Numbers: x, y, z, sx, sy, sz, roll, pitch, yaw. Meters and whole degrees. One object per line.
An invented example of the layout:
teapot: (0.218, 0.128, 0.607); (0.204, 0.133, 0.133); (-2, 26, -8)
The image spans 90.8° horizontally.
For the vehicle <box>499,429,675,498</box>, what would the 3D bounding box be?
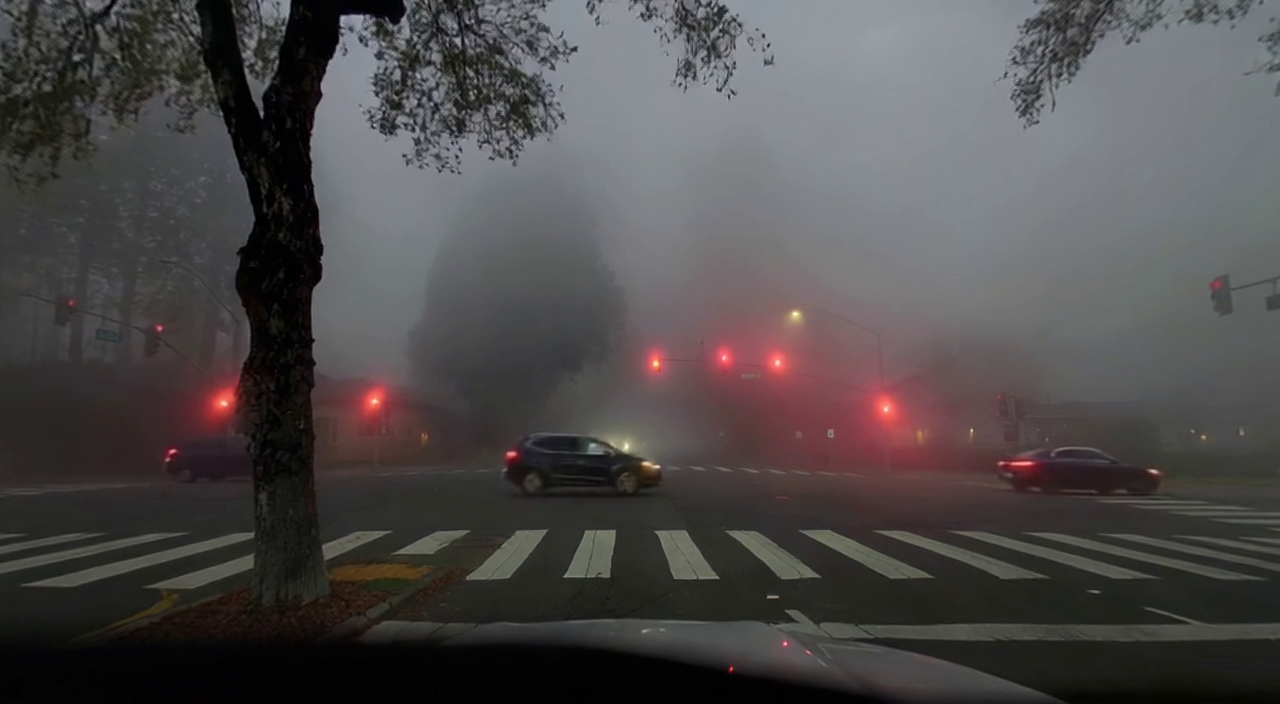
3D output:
vehicle: (-1.323, 2.911, 16.721); (4.332, 1.682, 2.025); (0, -9, -1)

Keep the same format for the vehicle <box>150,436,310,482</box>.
vehicle: (-15.358, 4.033, 23.964); (4.532, 1.633, 2.130); (2, -9, -10)

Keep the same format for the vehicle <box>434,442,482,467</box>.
vehicle: (-13.767, 7.750, 48.055); (2.065, 1.775, 4.667); (0, -9, 2)

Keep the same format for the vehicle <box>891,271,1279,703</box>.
vehicle: (2.720, 0.710, 1.727); (2.085, 1.800, 4.908); (0, -9, 1)
